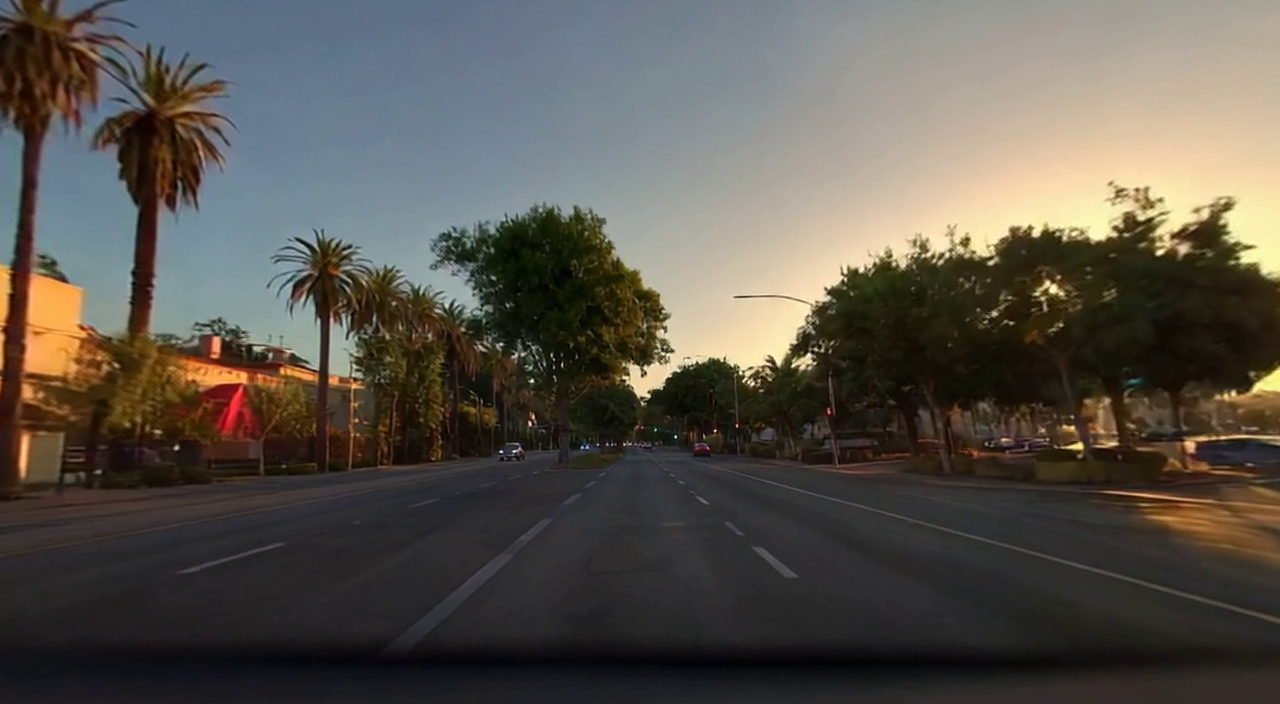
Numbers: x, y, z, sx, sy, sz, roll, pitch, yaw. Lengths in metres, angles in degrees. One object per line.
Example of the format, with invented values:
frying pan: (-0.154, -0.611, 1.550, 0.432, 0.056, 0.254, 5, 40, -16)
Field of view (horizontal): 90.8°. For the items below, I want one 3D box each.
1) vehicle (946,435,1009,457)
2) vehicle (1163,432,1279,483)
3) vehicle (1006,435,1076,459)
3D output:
vehicle: (25.362, 7.076, 47.556, 3.996, 1.617, 1.807, -4, -9, 27)
vehicle: (21.526, 3.655, 22.144, 4.620, 1.475, 1.904, -3, -9, -2)
vehicle: (30.354, 7.214, 47.989, 4.058, 1.538, 1.994, -7, -8, 23)
